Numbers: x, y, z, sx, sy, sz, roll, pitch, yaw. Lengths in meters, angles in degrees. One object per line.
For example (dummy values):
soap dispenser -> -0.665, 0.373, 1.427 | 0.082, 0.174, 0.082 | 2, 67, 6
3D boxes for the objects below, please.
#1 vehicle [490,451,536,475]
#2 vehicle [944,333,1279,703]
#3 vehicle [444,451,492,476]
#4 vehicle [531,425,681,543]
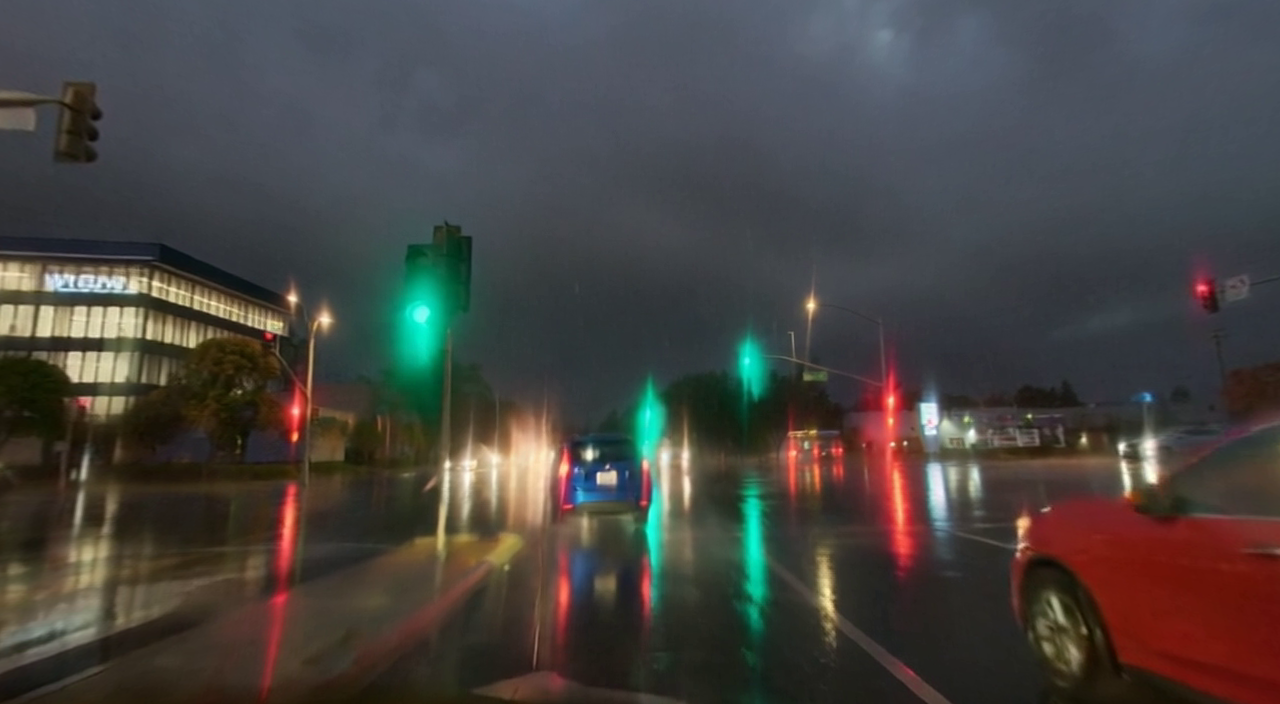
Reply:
vehicle -> -8.592, 7.539, 43.114 | 2.163, 1.529, 4.210 | 0, -9, 1
vehicle -> 3.214, 0.787, 2.238 | 2.040, 1.674, 4.455 | 0, -9, 0
vehicle -> -11.848, 7.695, 43.816 | 2.005, 1.596, 4.342 | -1, -9, 1
vehicle -> -0.879, 2.357, 12.019 | 2.238, 1.762, 4.445 | 1, -9, -11
